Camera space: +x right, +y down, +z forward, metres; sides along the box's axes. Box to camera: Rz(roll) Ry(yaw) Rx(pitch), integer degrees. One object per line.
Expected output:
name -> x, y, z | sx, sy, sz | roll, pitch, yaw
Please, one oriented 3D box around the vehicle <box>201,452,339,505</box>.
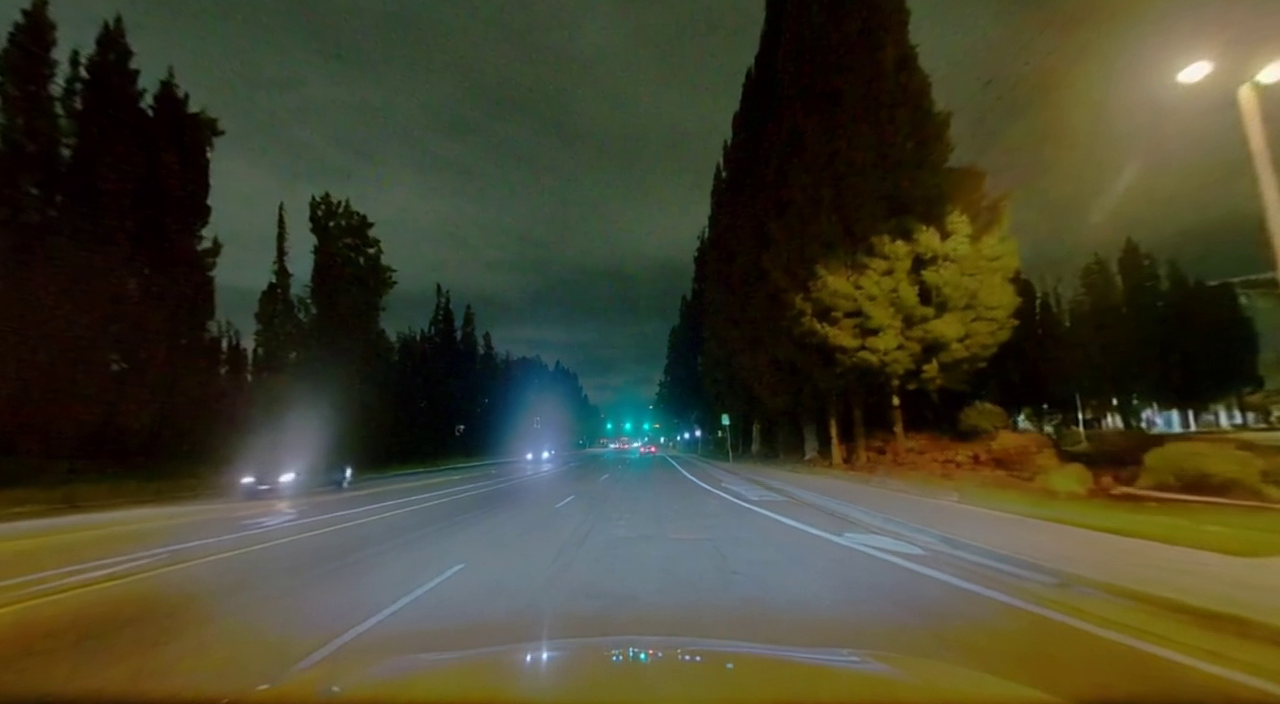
vehicle -> -12.536, 4.269, 21.755 | 1.982, 1.553, 4.420 | 0, -8, 1
